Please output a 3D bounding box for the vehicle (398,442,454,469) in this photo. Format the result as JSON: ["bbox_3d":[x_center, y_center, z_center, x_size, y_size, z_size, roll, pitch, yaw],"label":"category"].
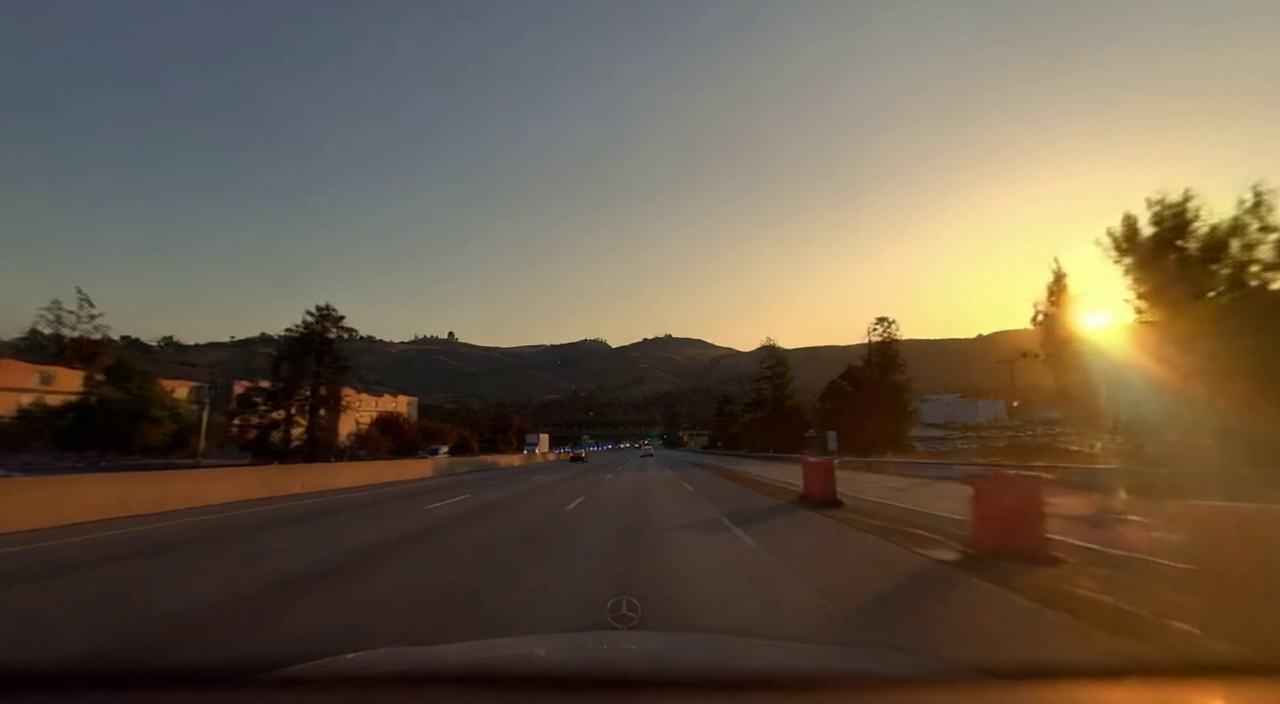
[{"bbox_3d":[-16.020,7.786,47.462,2.285,1.911,5.206,0,-9,1],"label":"vehicle"}]
